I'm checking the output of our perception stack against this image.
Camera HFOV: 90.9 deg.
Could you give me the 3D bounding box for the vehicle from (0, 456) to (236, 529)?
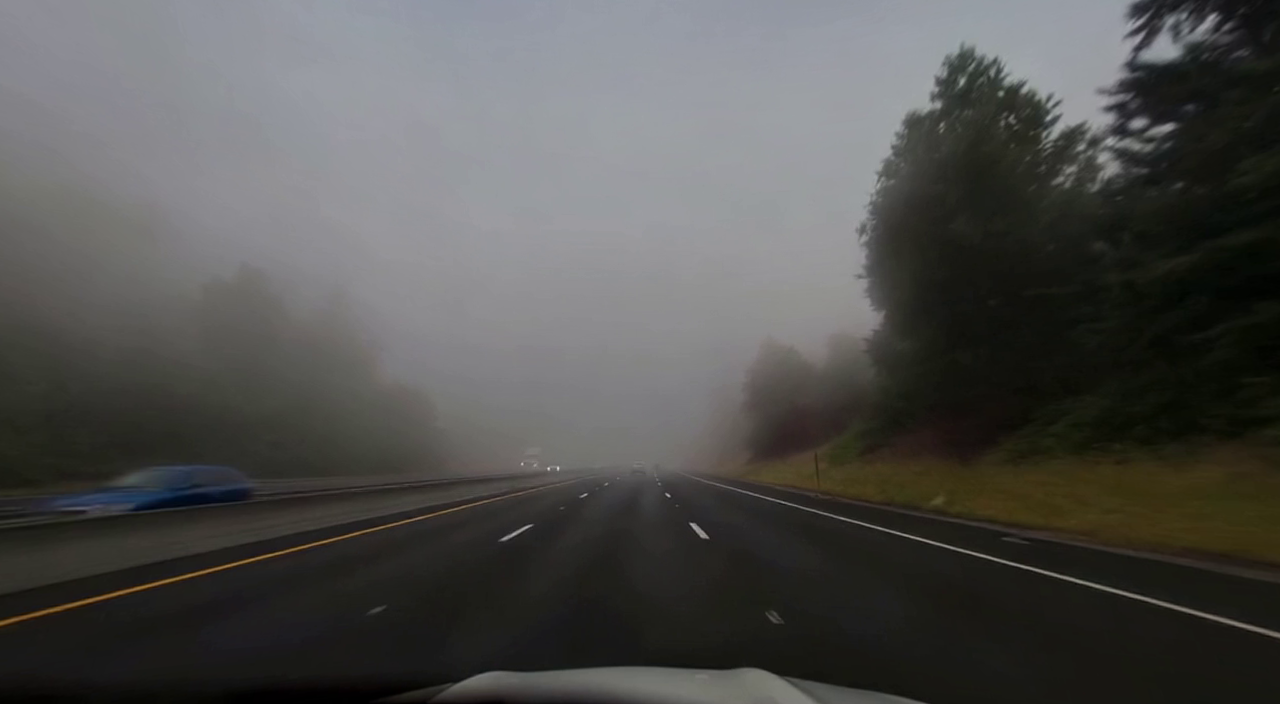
[{"bbox_3d":[-12.335,3.336,15.385,1.908,1.474,4.529,1,-10,0],"label":"vehicle"}]
